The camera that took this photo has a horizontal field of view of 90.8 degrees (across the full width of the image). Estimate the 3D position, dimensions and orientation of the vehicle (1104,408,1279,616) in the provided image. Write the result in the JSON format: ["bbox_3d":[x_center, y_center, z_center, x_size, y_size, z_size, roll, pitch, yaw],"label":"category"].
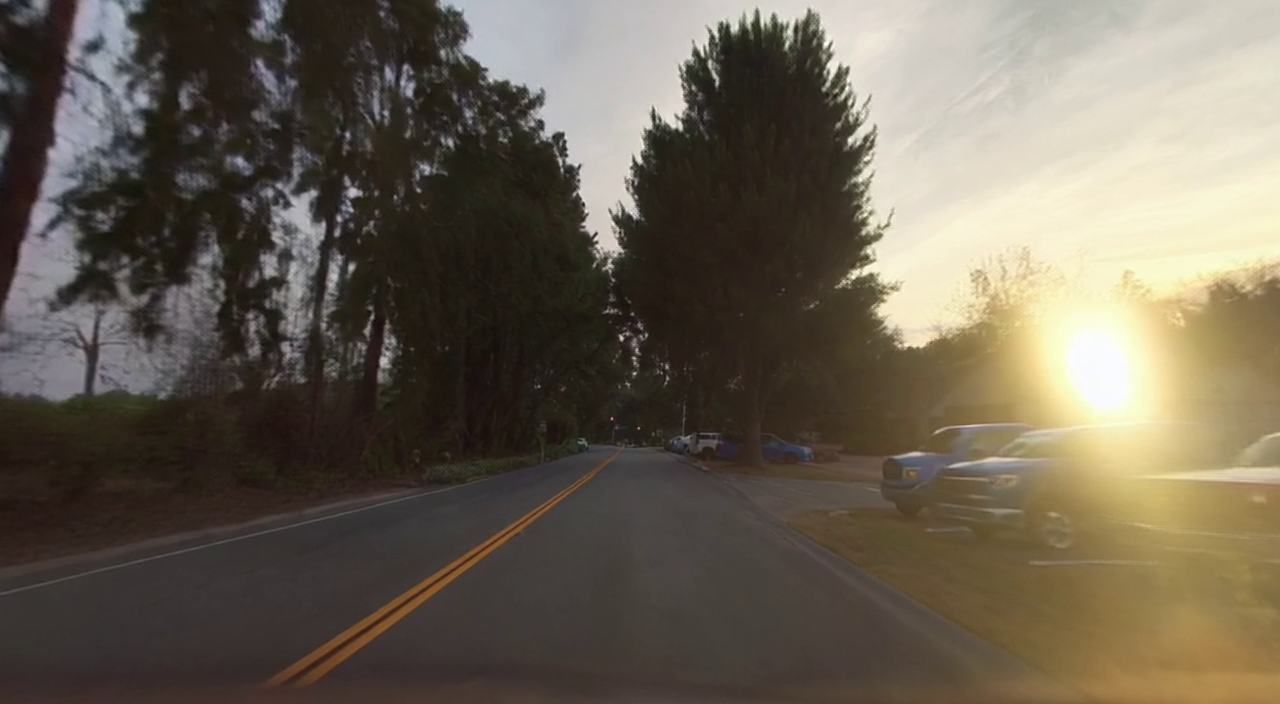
[{"bbox_3d":[7.215,1.448,6.109,3.926,1.708,1.945,0,-9,-4],"label":"vehicle"}]

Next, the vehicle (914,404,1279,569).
[{"bbox_3d":[6.716,1.721,8.600,4.937,1.879,2.156,0,-9,-5],"label":"vehicle"}]

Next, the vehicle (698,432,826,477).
[{"bbox_3d":[5.935,5.079,31.442,5.797,2.070,2.502,0,-9,-1],"label":"vehicle"}]
